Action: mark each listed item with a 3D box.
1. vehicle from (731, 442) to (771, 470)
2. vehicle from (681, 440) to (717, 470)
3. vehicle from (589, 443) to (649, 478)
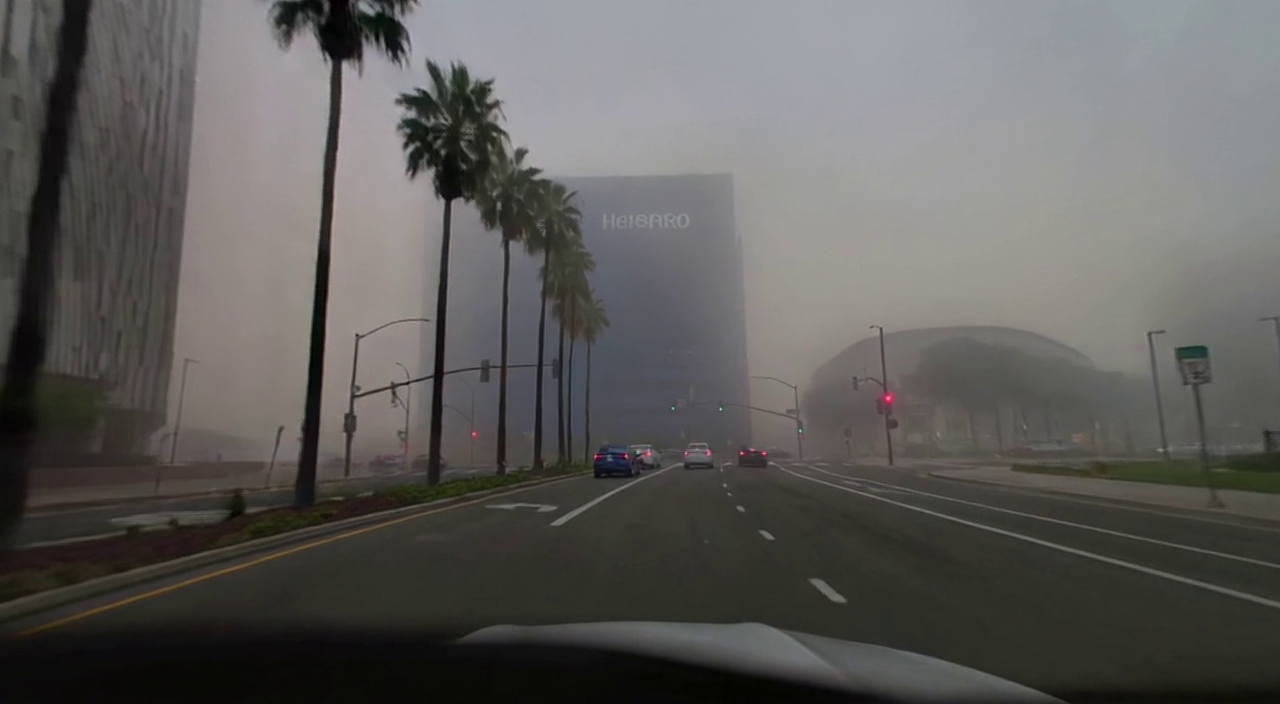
[{"bbox_3d":[6.449,6.079,37.012,1.936,1.567,3.896,-1,-9,4],"label":"vehicle"},{"bbox_3d":[3.694,6.316,38.951,2.060,1.730,4.257,-1,-9,7],"label":"vehicle"},{"bbox_3d":[-0.866,4.921,28.962,1.962,1.480,4.605,-1,-9,8],"label":"vehicle"}]
